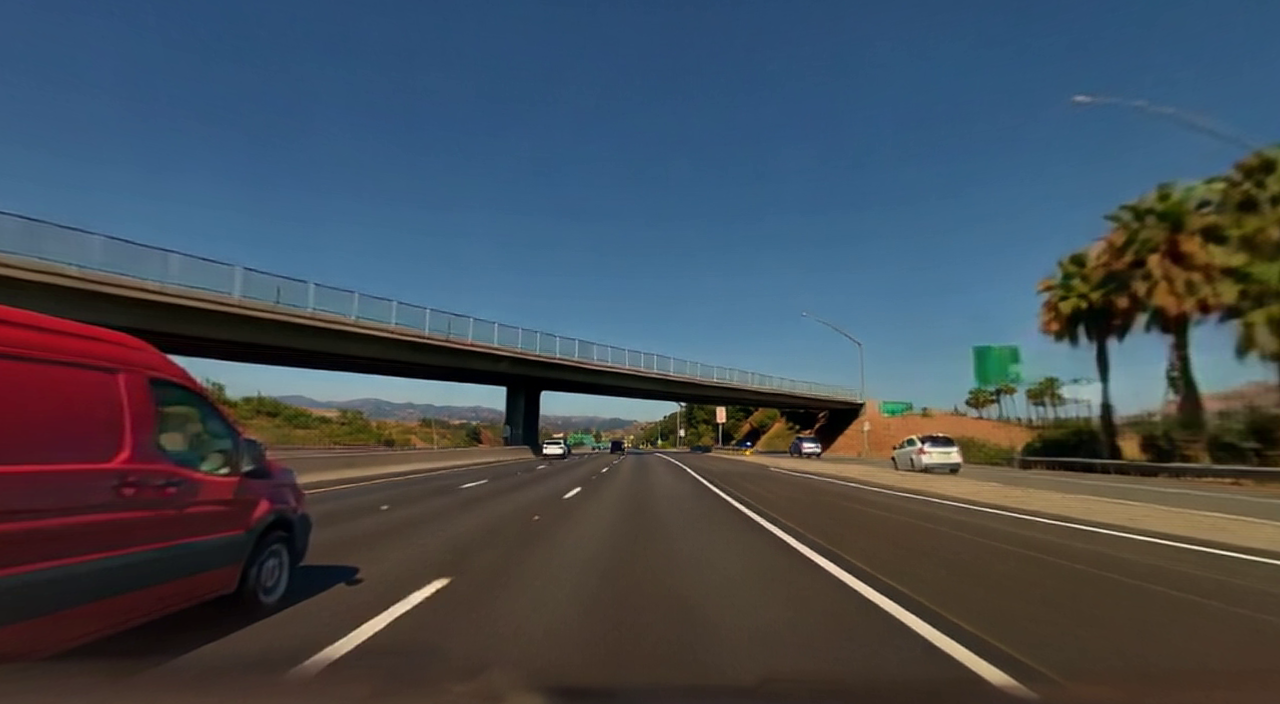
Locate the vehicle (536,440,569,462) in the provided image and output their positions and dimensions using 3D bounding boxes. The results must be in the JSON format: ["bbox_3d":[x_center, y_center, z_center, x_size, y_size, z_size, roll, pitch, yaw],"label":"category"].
[{"bbox_3d":[-6.878,7.833,49.782,1.935,1.633,3.955,0,-8,1],"label":"vehicle"}]

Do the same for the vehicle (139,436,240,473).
[{"bbox_3d":[-23.618,5.384,33.180,2.049,1.786,4.884,1,-8,-6],"label":"vehicle"}]
